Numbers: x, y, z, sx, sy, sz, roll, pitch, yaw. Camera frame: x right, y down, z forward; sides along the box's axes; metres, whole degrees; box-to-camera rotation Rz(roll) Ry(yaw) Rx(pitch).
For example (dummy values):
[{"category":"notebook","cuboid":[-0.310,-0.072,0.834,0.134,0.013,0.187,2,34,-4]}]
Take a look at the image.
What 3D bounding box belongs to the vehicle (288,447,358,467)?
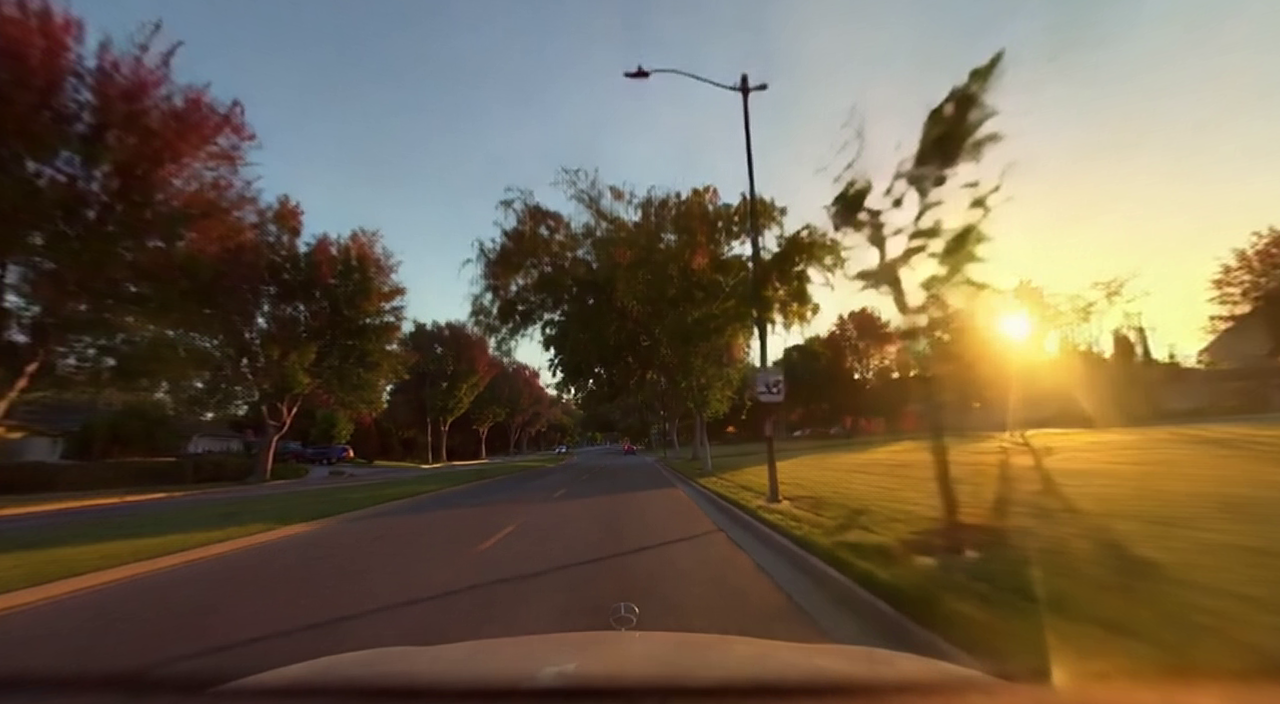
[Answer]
[{"category":"vehicle","cuboid":[-24.872,8.252,49.726,4.440,1.460,1.819,0,-8,0]}]
